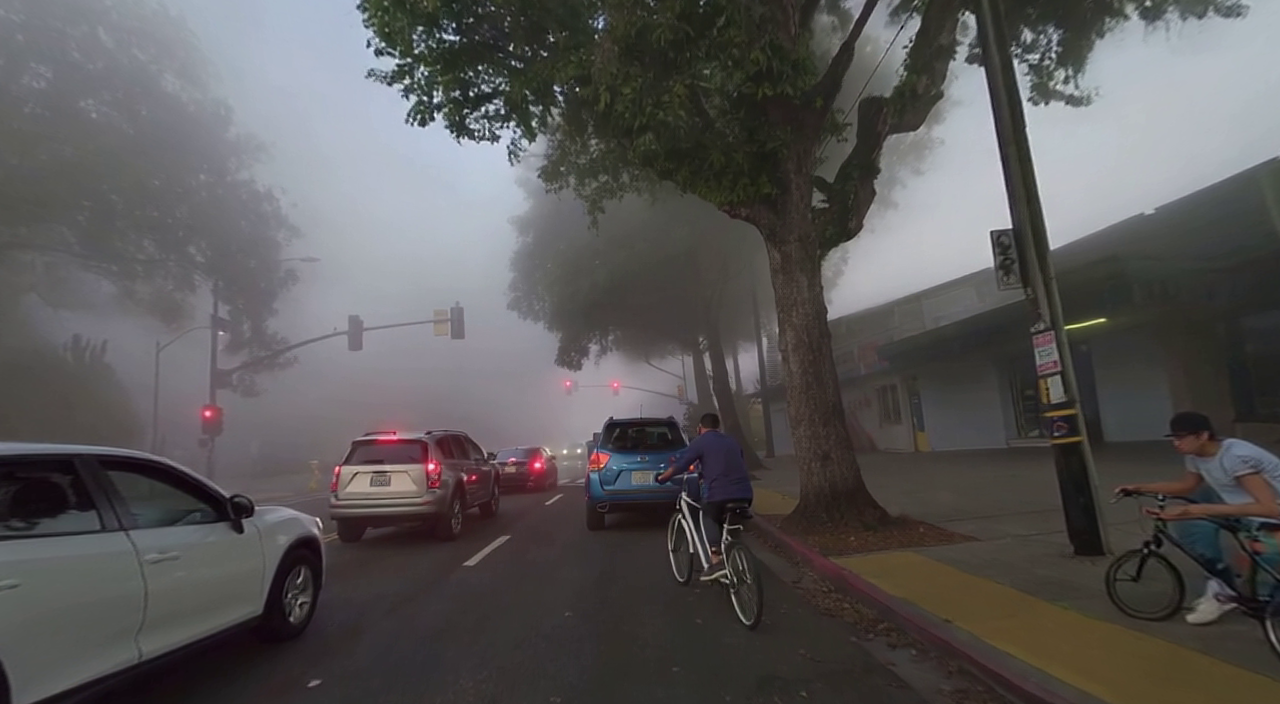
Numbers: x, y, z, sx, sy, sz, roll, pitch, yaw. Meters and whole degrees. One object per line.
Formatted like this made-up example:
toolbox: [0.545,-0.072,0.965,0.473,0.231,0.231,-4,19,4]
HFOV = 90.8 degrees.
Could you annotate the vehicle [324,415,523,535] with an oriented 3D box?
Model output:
vehicle: [-3.616,2.164,11.632,2.046,1.750,4.452,0,-9,0]

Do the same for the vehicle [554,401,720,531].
vehicle: [-0.099,2.051,11.844,2.426,1.882,5.027,0,-9,-1]

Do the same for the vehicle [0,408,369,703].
vehicle: [-3.562,1.154,3.685,2.064,1.486,4.140,0,-9,1]
